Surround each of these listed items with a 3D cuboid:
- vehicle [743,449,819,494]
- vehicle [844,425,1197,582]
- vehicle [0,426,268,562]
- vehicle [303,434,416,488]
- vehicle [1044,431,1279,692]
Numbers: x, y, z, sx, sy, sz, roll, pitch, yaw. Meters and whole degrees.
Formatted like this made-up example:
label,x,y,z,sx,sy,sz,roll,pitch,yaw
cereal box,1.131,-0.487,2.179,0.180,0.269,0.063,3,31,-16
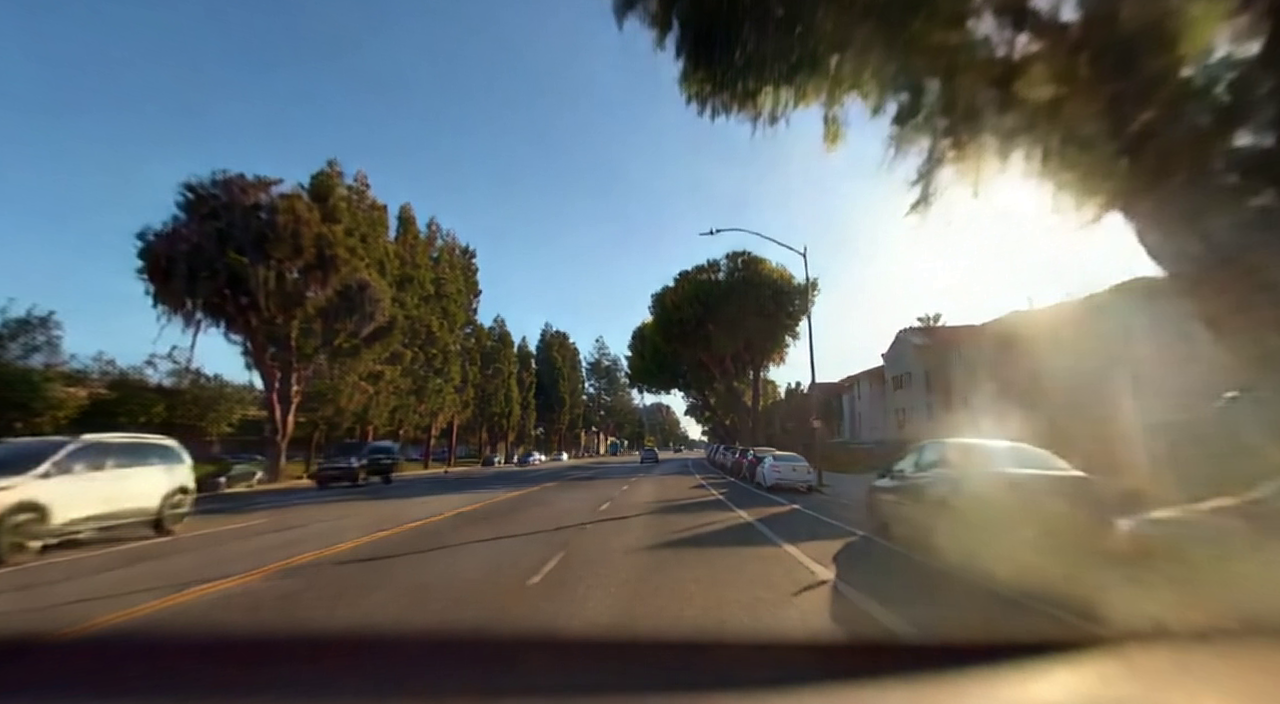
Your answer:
label,x,y,z,sx,sy,sz,roll,pitch,yaw
vehicle,4.960,4.247,22.857,1.833,1.399,4.727,-1,-8,2
vehicle,4.792,1.947,9.049,2.128,1.635,4.602,0,-8,-1
vehicle,-8.646,2.154,10.435,2.331,1.696,4.861,0,-8,-5
vehicle,-12.495,4.882,28.635,2.469,2.157,5.373,-1,-8,3
vehicle,4.524,1.119,3.152,1.853,1.457,4.967,-1,-8,2
